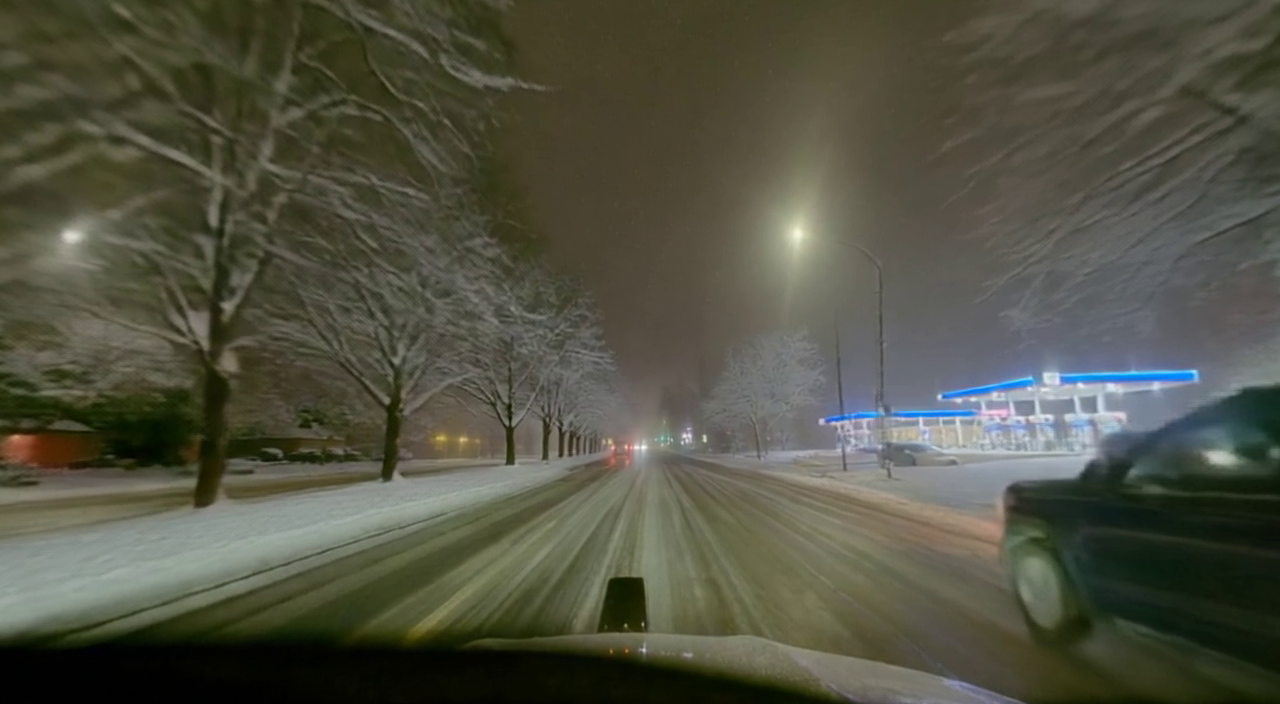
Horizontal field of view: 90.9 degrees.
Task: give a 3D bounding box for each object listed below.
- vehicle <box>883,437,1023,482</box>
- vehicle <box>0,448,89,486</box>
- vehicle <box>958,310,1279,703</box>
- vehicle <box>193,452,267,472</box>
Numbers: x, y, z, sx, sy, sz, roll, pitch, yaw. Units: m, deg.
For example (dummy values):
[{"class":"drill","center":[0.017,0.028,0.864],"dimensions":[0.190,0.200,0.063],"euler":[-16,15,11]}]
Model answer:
[{"class":"vehicle","center":[12.029,4.140,24.411],"dimensions":[4.359,1.656,1.894],"euler":[0,-9,-4]},{"class":"vehicle","center":[-31.254,5.769,31.969],"dimensions":[2.059,1.782,5.016],"euler":[1,-9,-1]},{"class":"vehicle","center":[3.334,0.705,1.959],"dimensions":[2.151,1.771,4.792],"euler":[0,-9,0]},{"class":"vehicle","center":[-31.227,8.381,48.065],"dimensions":[4.275,1.411,1.968],"euler":[-1,-8,3]}]
